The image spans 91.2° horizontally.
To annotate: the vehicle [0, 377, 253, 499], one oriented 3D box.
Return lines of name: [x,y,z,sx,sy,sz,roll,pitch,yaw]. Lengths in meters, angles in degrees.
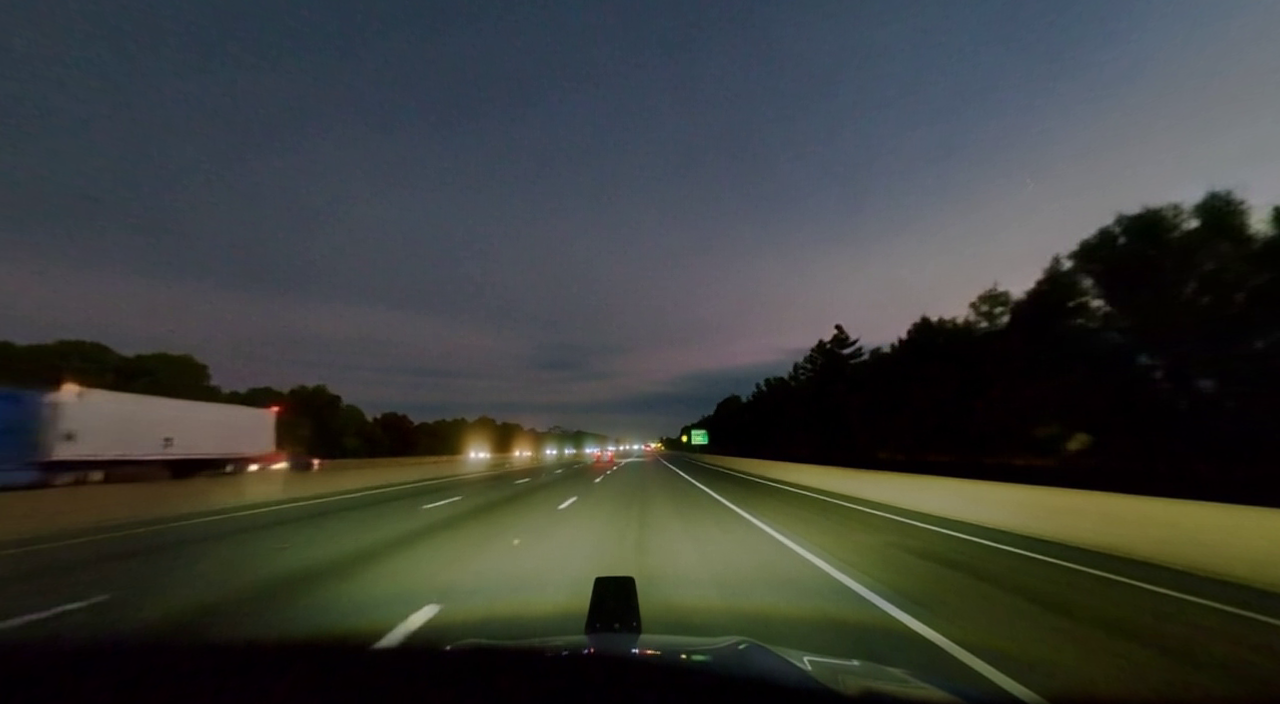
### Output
vehicle: [-23.272,3.964,28.165,2.970,4.134,13.809,0,-9,0]

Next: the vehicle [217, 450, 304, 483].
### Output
vehicle: [-19.221,5.792,31.972,1.789,1.508,4.182,0,-9,1]
